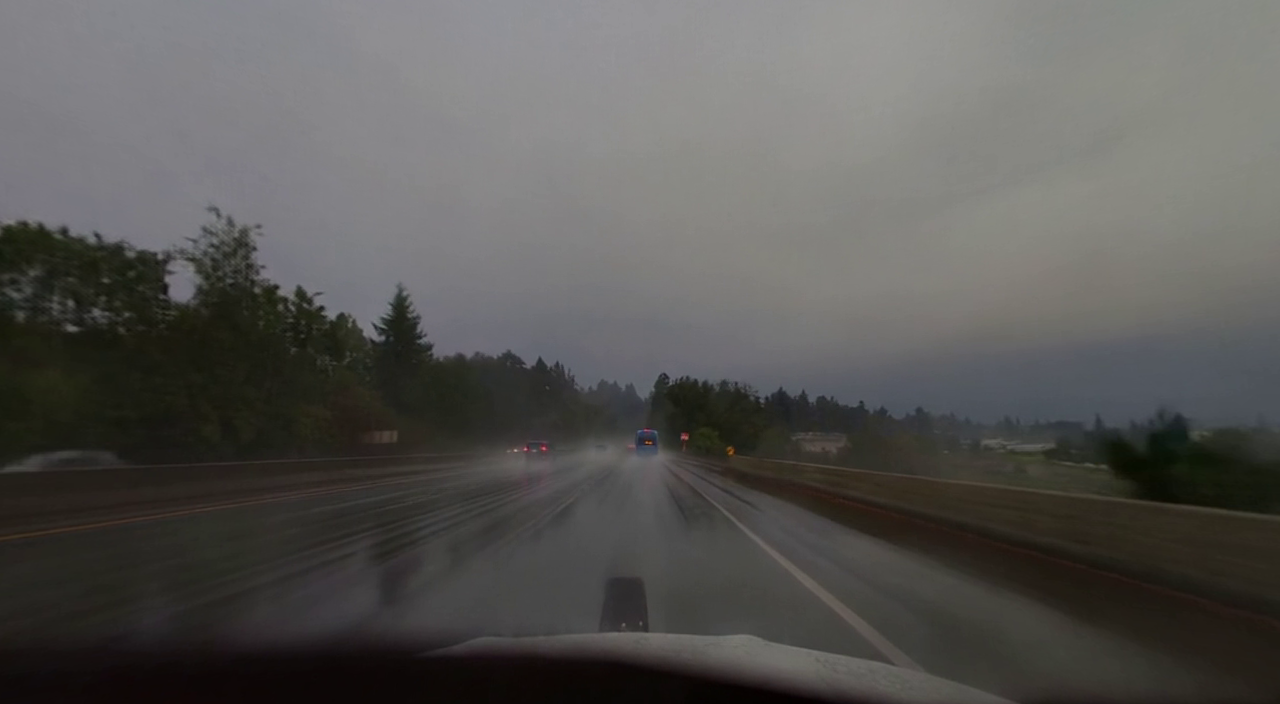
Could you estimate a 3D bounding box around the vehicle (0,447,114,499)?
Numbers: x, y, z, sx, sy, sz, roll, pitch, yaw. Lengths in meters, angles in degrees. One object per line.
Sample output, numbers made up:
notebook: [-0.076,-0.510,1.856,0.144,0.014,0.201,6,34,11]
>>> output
vehicle: [-20.769,4.042,21.528,1.866,1.579,4.309,0,-8,1]

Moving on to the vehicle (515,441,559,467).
vehicle: [-6.898,6.879,42.699,2.080,1.674,4.660,0,-8,1]
